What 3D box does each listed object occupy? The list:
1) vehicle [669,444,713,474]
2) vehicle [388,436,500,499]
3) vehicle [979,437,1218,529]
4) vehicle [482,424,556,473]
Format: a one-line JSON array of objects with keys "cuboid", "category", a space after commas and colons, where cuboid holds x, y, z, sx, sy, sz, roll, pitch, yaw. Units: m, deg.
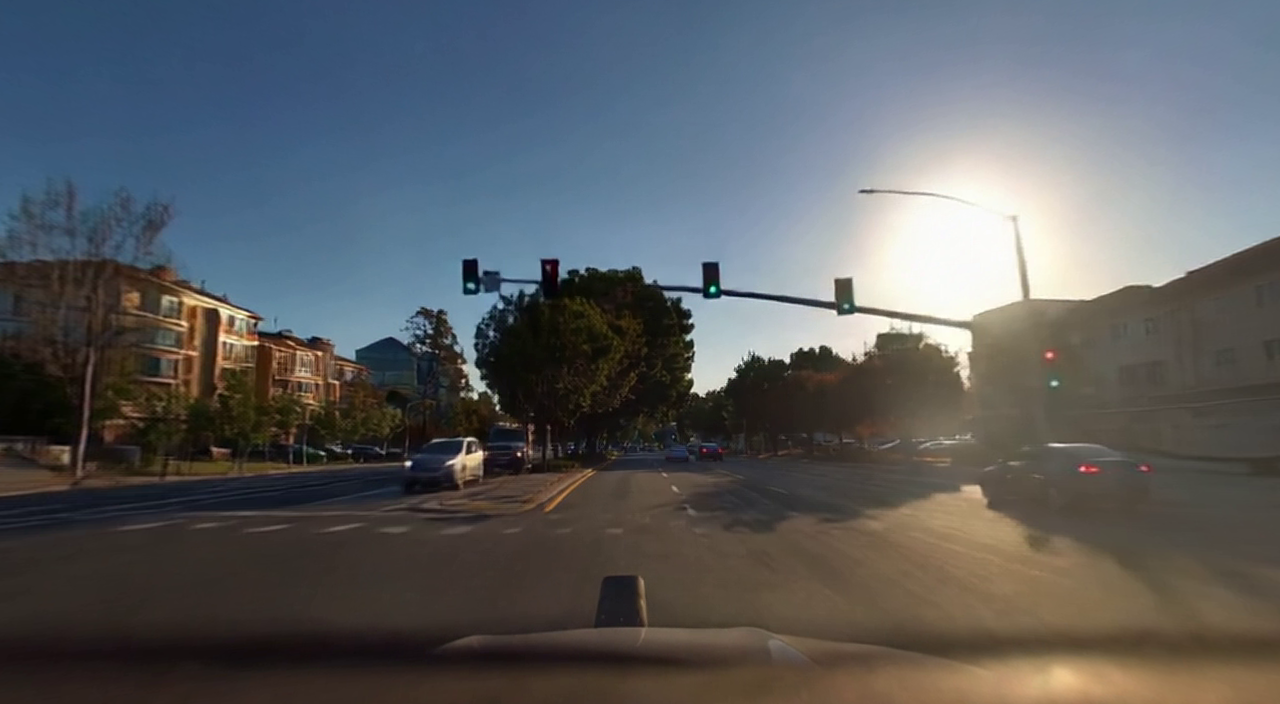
[{"cuboid": [2.737, 5.878, 34.850, 1.917, 1.538, 4.259, 0, -9, -2], "category": "vehicle"}, {"cuboid": [-5.700, 3.354, 18.937, 1.986, 1.502, 4.224, -4, -8, 0], "category": "vehicle"}, {"cuboid": [9.436, 2.682, 13.578, 1.798, 1.621, 4.304, 0, -8, -1], "category": "vehicle"}, {"cuboid": [-5.780, 4.729, 31.157, 2.425, 2.167, 5.888, 0, -9, 1], "category": "vehicle"}]
